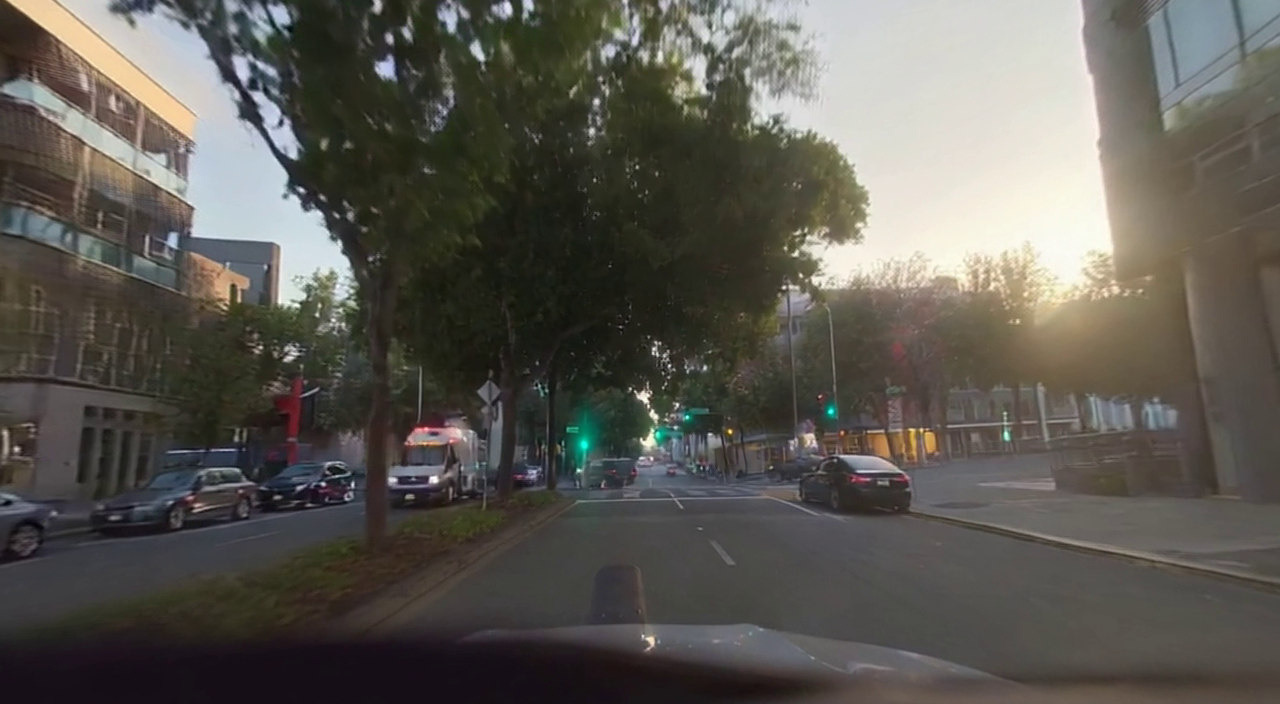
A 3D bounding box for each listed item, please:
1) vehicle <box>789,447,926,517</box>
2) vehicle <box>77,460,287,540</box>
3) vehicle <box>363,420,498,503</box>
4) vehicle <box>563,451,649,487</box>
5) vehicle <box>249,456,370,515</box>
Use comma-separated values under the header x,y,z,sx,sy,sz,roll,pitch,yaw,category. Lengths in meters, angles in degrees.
x,y,z,sx,sy,sz,roll,pitch,yaw,category
5.500,3.306,16.690,1.888,1.536,4.381,0,-8,-2,vehicle
-11.355,3.651,16.219,1.968,1.608,4.609,0,-8,-1,vehicle
-8.193,4.371,25.752,2.591,2.910,6.652,-1,-8,6,vehicle
-2.000,6.903,37.503,4.742,1.906,1.933,4,-9,-25,vehicle
-11.368,4.577,22.131,1.908,1.721,4.285,-1,-8,0,vehicle
